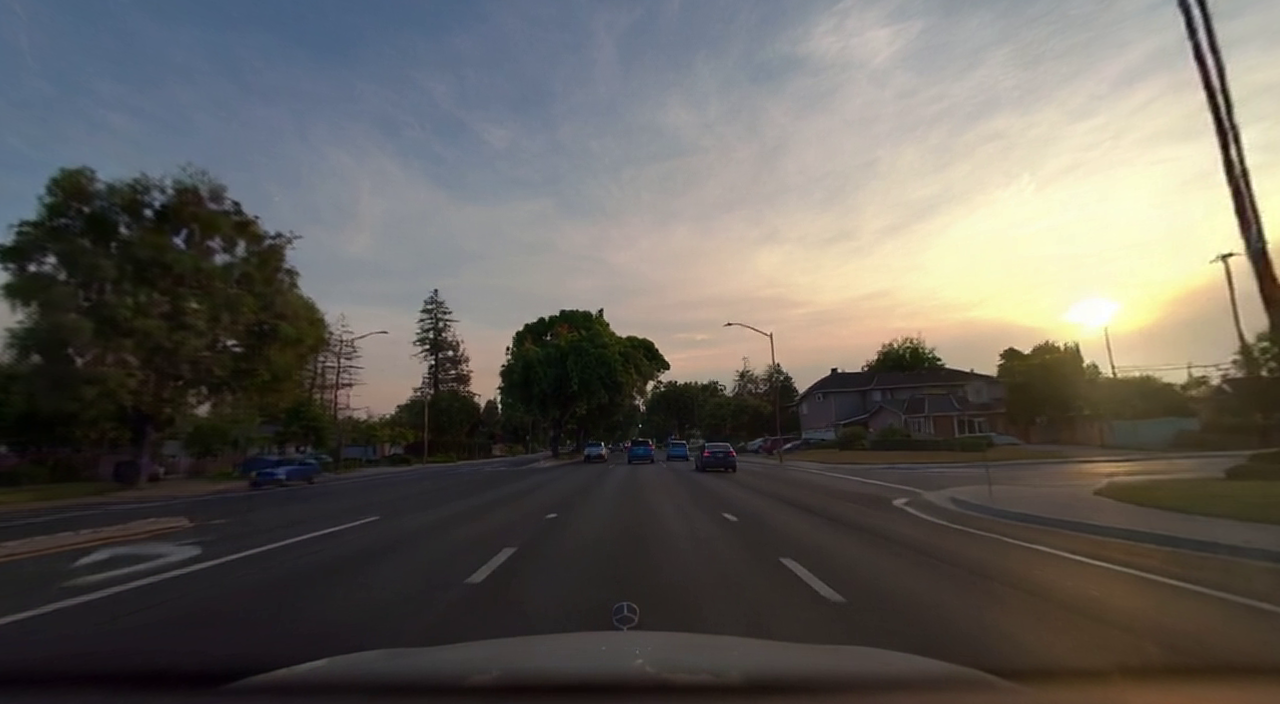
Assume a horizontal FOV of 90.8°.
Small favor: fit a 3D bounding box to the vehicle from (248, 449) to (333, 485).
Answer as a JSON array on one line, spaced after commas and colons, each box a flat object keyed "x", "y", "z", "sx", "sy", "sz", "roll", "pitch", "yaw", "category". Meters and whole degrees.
[{"x": -17.894, "y": 5.881, "z": 32.585, "sx": 1.929, "sy": 1.691, "sz": 4.267, "roll": 0, "pitch": -8, "yaw": 0, "category": "vehicle"}]

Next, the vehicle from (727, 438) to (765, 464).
[{"x": 7.670, "y": 7.211, "z": 46.154, "sx": 1.933, "sy": 1.759, "sz": 3.900, "roll": 0, "pitch": -8, "yaw": -2, "category": "vehicle"}]

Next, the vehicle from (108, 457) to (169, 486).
[{"x": -29.127, "y": 6.864, "z": 36.607, "sx": 4.771, "sy": 1.479, "sz": 1.888, "roll": -8, "pitch": -11, "yaw": 42, "category": "vehicle"}]

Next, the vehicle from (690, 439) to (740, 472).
[{"x": 3.535, "y": 4.942, "z": 30.457, "sx": 1.830, "sy": 1.451, "sz": 4.009, "roll": 0, "pitch": -8, "yaw": -1, "category": "vehicle"}]

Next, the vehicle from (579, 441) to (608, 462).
[{"x": -3.602, "y": 7.785, "z": 49.764, "sx": 2.000, "sy": 1.569, "sz": 3.794, "roll": 0, "pitch": -8, "yaw": 0, "category": "vehicle"}]

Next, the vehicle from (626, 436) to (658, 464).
[{"x": 0.141, "y": 6.635, "z": 42.877, "sx": 2.043, "sy": 1.734, "sz": 4.253, "roll": 0, "pitch": -8, "yaw": 0, "category": "vehicle"}]
